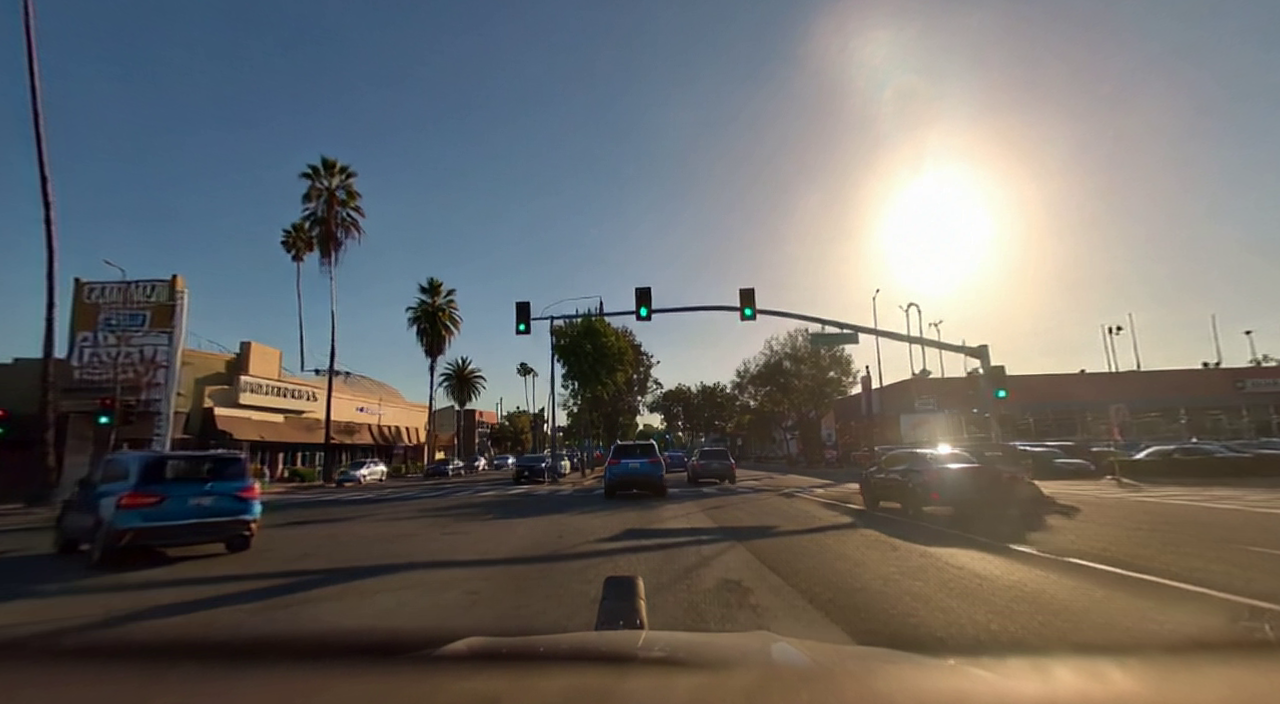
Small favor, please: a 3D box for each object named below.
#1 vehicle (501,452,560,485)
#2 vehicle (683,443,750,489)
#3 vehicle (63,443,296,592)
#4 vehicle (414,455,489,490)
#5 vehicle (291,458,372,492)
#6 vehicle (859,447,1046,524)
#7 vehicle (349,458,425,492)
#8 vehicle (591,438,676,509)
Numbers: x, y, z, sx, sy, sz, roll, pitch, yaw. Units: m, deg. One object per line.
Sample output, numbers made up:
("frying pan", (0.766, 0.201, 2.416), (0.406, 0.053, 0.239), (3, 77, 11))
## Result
("vehicle", (-5.173, 5.564, 30.468), (2.030, 1.441, 4.324), (0, -9, 1))
("vehicle", (3.024, 4.609, 25.900), (2.112, 1.710, 4.234), (0, -9, -2))
("vehicle", (-6.884, 2.226, 9.576), (2.201, 1.644, 4.465), (6, -11, -36))
("vehicle", (-8.573, 5.472, 29.099), (2.061, 1.415, 4.289), (0, -9, 1))
("vehicle", (-15.358, 6.132, 31.682), (2.048, 1.494, 4.069), (0, -9, -1))
("vehicle", (6.779, 2.898, 14.358), (1.944, 1.447, 4.309), (0, -9, -1))
("vehicle", (-11.874, 5.786, 29.977), (1.850, 1.414, 4.184), (0, -9, 1))
("vehicle", (-0.237, 3.402, 18.183), (2.151, 1.787, 4.109), (0, -9, -2))
